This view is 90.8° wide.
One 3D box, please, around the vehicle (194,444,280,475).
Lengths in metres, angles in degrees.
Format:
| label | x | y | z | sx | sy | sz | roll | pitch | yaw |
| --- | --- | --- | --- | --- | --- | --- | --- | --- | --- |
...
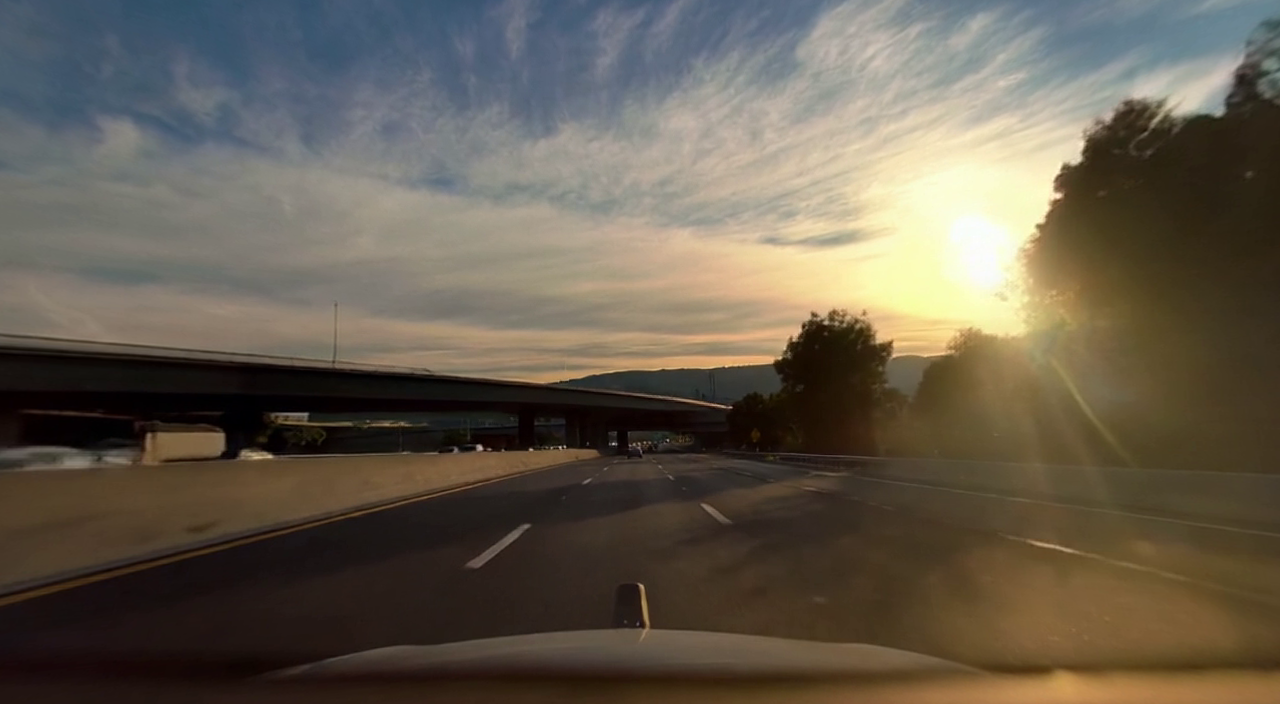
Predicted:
| label | x | y | z | sx | sy | sz | roll | pitch | yaw |
| --- | --- | --- | --- | --- | --- | --- | --- | --- | --- |
| vehicle | -24.050 | 6.430 | 37.979 | 2.013 | 1.700 | 4.797 | 0 | -9 | 0 |

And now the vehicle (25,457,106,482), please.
| label | x | y | z | sx | sy | sz | roll | pitch | yaw |
| --- | --- | --- | --- | --- | --- | --- | --- | --- | --- |
| vehicle | -44.841 | 9.149 | 49.458 | 2.358 | 1.731 | 4.719 | 1 | -9 | -9 |
